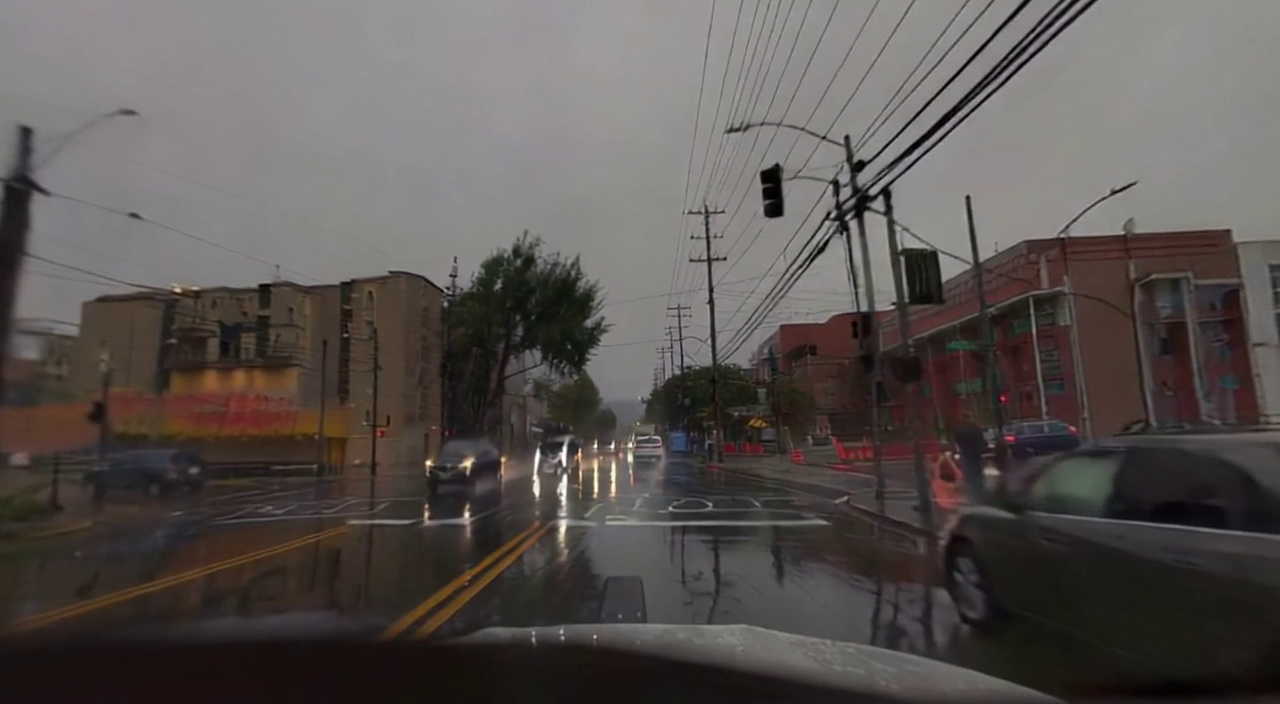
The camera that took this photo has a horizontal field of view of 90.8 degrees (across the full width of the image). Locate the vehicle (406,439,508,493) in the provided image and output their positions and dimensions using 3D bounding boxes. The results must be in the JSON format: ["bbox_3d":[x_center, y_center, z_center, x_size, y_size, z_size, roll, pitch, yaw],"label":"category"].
[{"bbox_3d":[-5.875,3.696,20.936,2.089,1.578,4.571,0,-8,-1],"label":"vehicle"}]

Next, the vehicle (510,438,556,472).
[{"bbox_3d":[-6.657,6.466,39.932,2.090,1.975,4.657,0,-8,0],"label":"vehicle"}]

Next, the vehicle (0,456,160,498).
[{"bbox_3d":[-21.020,4.660,23.673,4.477,1.439,1.966,0,-8,1],"label":"vehicle"}]

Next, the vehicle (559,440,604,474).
[{"bbox_3d":[-2.956,5.376,32.688,2.026,1.616,4.109,0,-8,-2],"label":"vehicle"}]

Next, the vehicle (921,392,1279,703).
[{"bbox_3d":[3.482,1.114,3.588,1.901,1.581,3.907,0,-8,-1],"label":"vehicle"}]

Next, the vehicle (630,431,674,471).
[{"bbox_3d":[0.554,5.036,32.242,2.127,1.893,4.194,0,-8,0],"label":"vehicle"}]

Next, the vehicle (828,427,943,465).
[{"bbox_3d":[12.326,4.774,32.029,4.966,1.826,2.209,-1,-9,7],"label":"vehicle"}]
